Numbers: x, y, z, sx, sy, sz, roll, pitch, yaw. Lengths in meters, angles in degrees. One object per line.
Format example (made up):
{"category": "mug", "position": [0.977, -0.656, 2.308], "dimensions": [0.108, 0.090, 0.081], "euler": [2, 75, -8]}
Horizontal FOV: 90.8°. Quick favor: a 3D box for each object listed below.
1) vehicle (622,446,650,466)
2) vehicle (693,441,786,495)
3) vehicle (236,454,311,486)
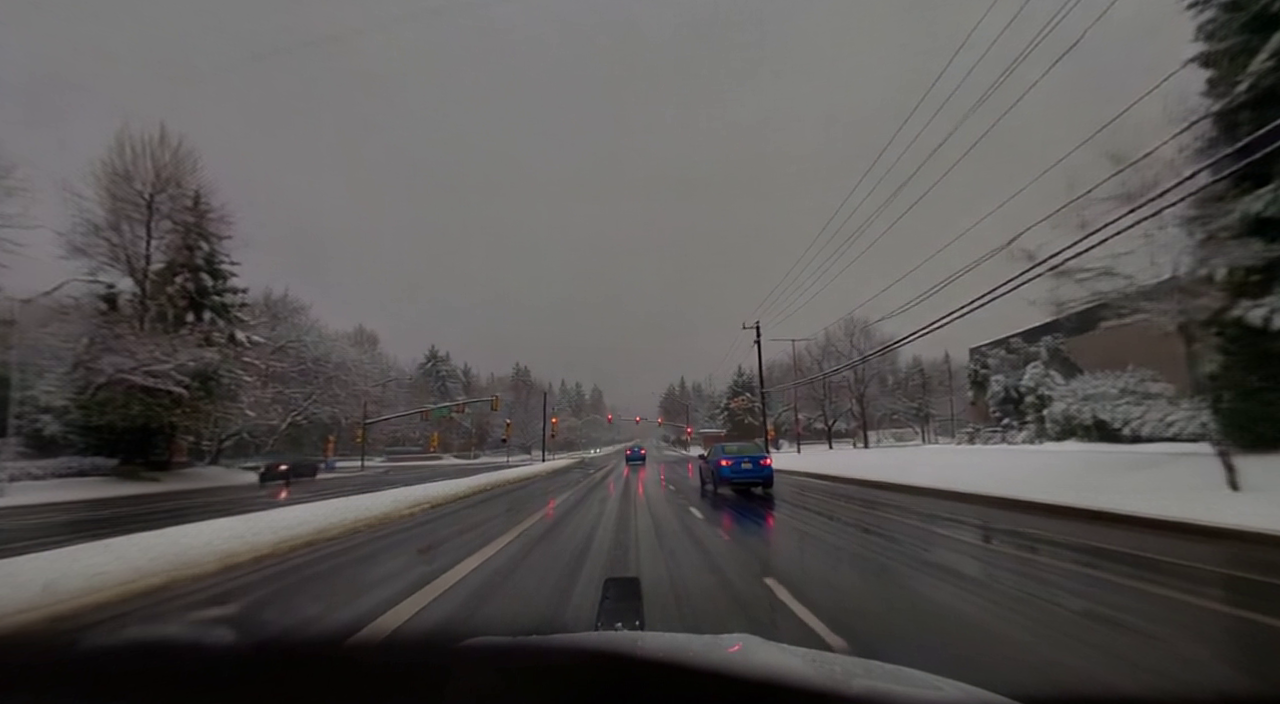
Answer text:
{"category": "vehicle", "position": [-0.352, 8.122, 49.210], "dimensions": [2.110, 1.466, 3.860], "euler": [0, -9, -2]}
{"category": "vehicle", "position": [2.865, 3.464, 19.197], "dimensions": [2.004, 1.448, 4.263], "euler": [0, -9, -2]}
{"category": "vehicle", "position": [-22.245, 7.179, 38.616], "dimensions": [1.946, 1.787, 4.469], "euler": [0, -9, -1]}
